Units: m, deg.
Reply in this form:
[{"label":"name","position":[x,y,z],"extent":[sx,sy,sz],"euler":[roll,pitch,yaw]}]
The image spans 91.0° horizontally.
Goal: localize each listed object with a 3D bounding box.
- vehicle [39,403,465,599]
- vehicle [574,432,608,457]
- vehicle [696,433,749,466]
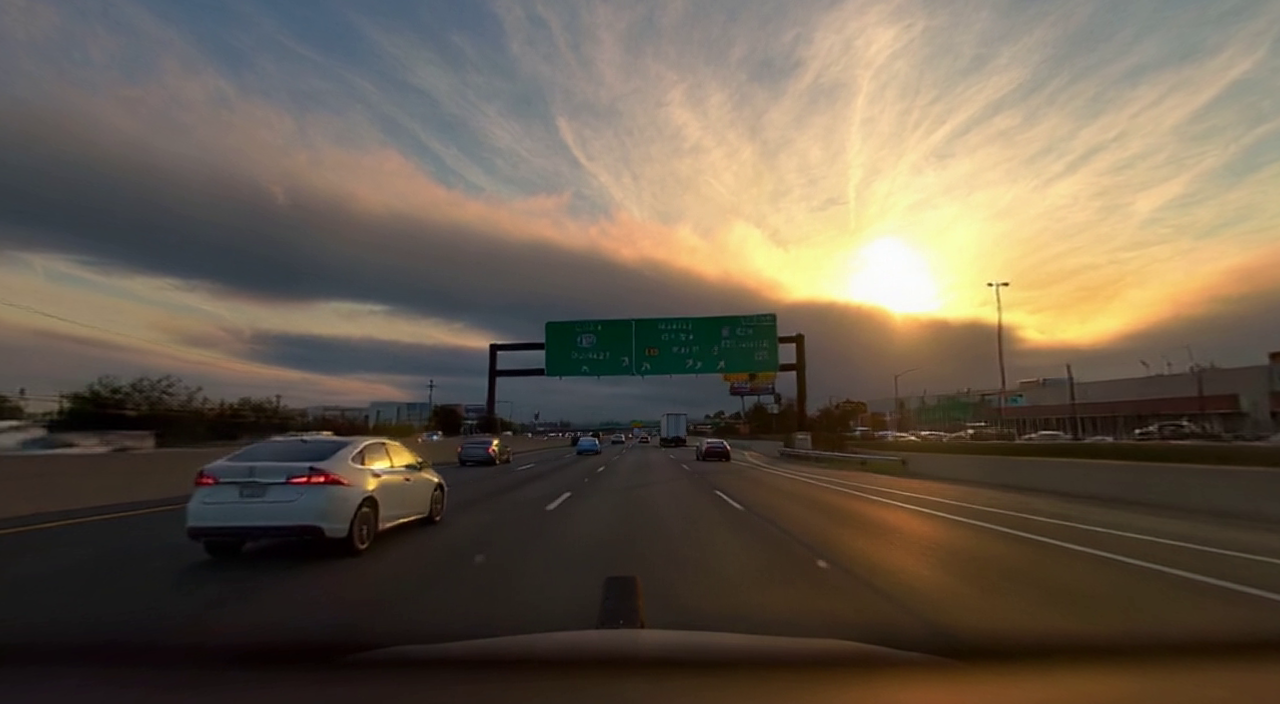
[{"label":"vehicle","position":[-3.658,1.494,7.137],"extent":[2.008,1.504,4.264],"euler":[0,-9,2]},{"label":"vehicle","position":[-3.300,6.385,43.247],"extent":[2.001,1.577,4.055],"euler":[0,-9,0]},{"label":"vehicle","position":[4.145,5.014,32.352],"extent":[2.135,1.532,4.506],"euler":[1,-9,0]}]
